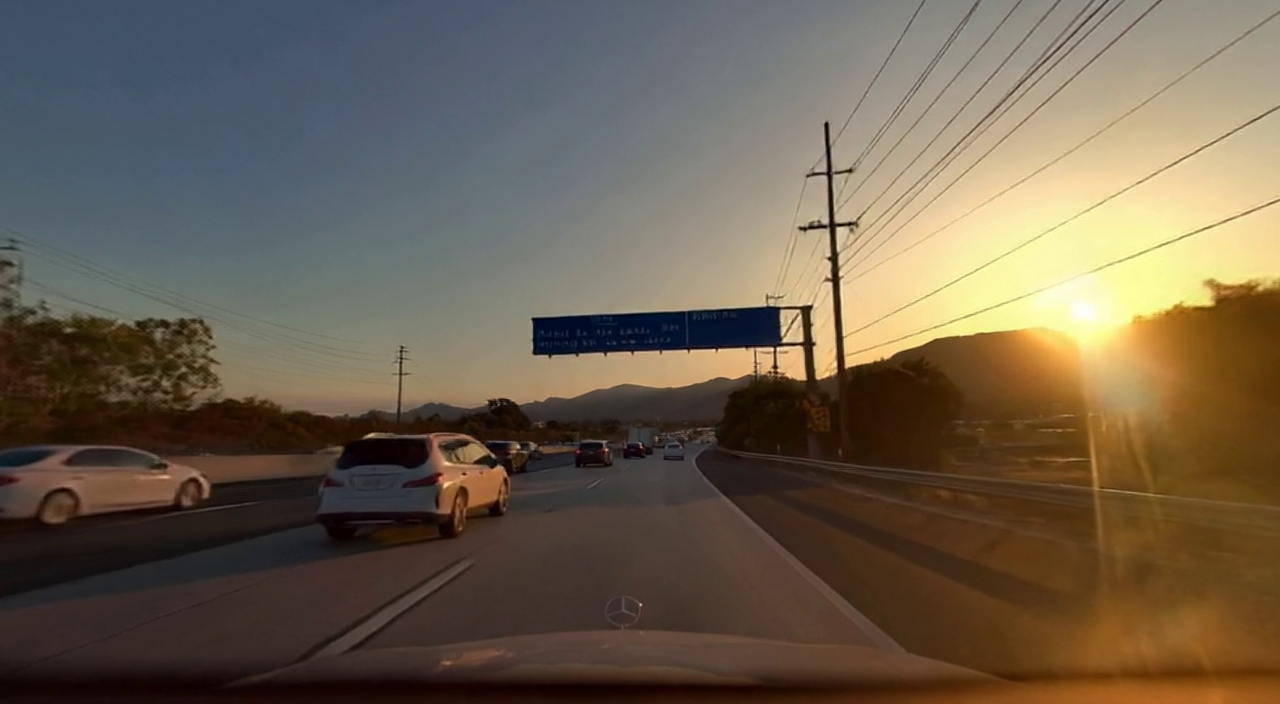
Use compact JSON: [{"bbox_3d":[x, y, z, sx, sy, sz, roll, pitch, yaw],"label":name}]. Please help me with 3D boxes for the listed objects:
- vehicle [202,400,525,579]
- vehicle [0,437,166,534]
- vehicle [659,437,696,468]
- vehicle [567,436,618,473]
[{"bbox_3d":[-3.262,1.763,8.923,2.202,1.801,4.959,0,-9,2],"label":"vehicle"},{"bbox_3d":[-11.051,2.277,11.049,1.954,1.517,4.378,0,-9,2],"label":"vehicle"},{"bbox_3d":[2.220,5.859,36.748,2.038,1.677,4.219,-1,-9,5],"label":"vehicle"},{"bbox_3d":[-2.271,5.070,31.323,1.976,1.688,4.124,-1,-9,3],"label":"vehicle"}]
